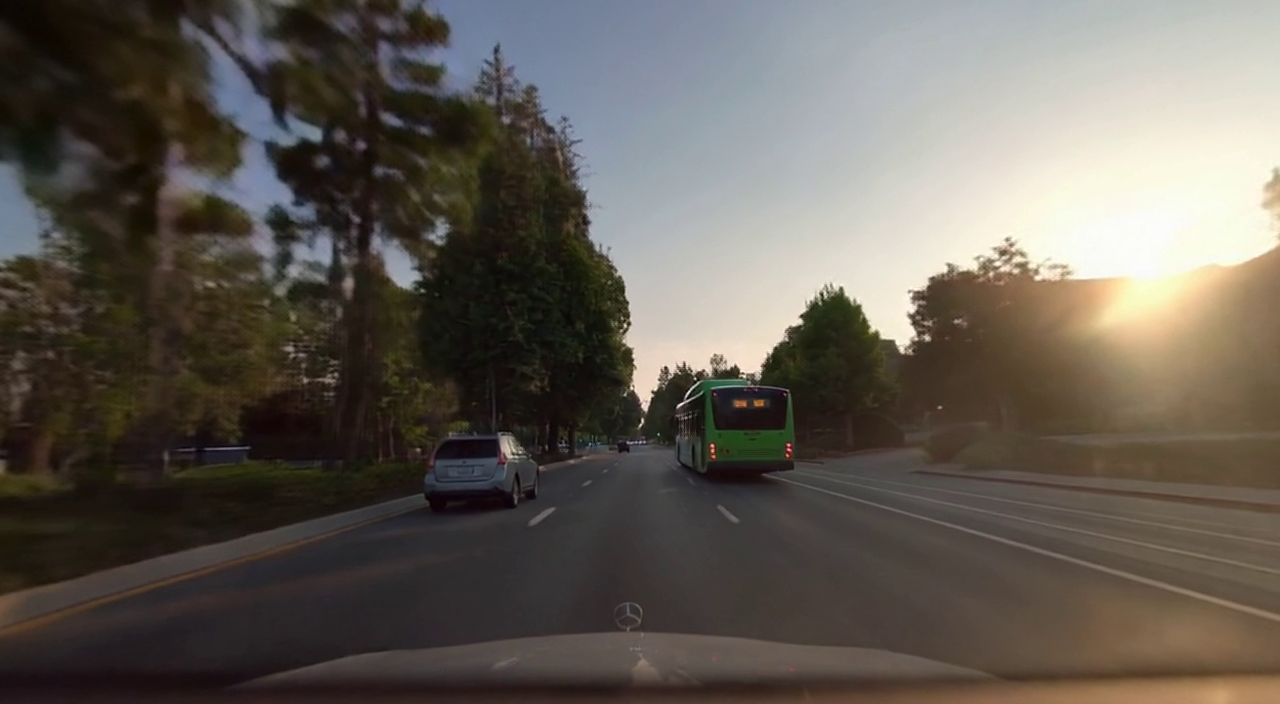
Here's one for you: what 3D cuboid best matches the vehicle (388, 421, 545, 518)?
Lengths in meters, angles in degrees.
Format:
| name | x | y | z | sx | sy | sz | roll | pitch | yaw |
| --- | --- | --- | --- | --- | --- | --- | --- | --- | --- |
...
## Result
| name | x | y | z | sx | sy | sz | roll | pitch | yaw |
| --- | --- | --- | --- | --- | --- | --- | --- | --- | --- |
| vehicle | -3.522 | 2.467 | 13.750 | 2.111 | 1.767 | 4.333 | 0 | -8 | 1 |

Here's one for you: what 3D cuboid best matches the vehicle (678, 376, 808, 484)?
| name | x | y | z | sx | sy | sz | roll | pitch | yaw |
| --- | --- | --- | --- | --- | --- | --- | --- | --- | --- |
| vehicle | 3.519 | 3.249 | 25.530 | 3.072 | 3.278 | 12.747 | 0 | -8 | 0 |
